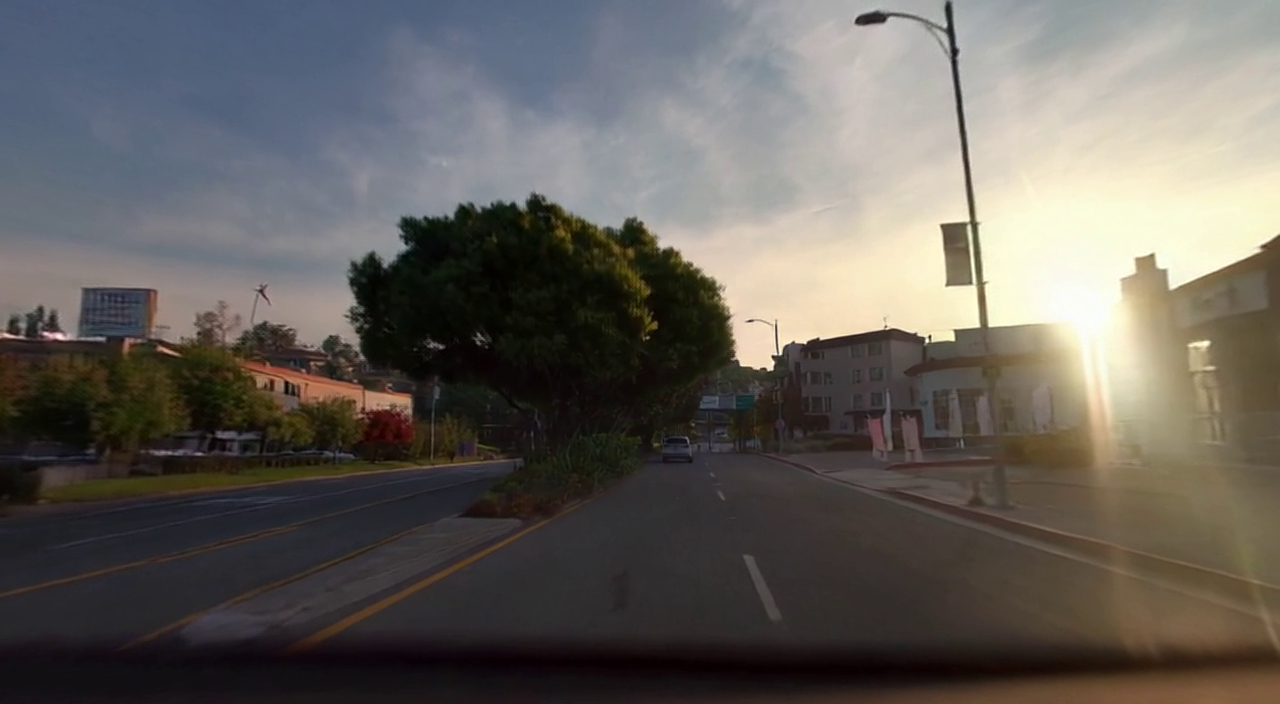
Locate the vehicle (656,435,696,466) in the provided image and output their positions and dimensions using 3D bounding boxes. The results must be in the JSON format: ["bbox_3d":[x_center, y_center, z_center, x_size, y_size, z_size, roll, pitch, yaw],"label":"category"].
[{"bbox_3d":[2.272,6.061,38.827,2.235,1.719,4.292,1,-8,6],"label":"vehicle"}]
